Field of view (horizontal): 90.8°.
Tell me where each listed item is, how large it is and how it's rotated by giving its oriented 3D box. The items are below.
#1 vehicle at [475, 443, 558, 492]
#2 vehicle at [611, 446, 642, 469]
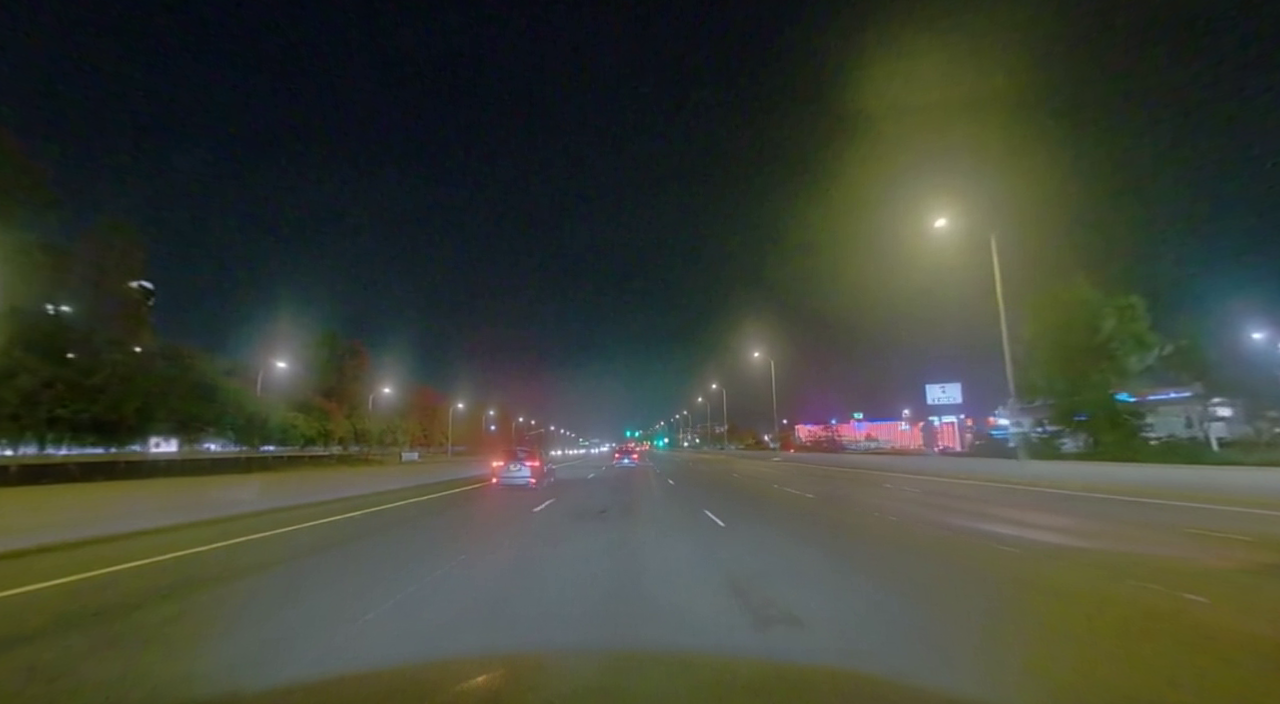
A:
[{"bbox_3d":[-4.030,3.839,21.438,1.886,1.465,4.625,0,-9,0],"label":"vehicle"},{"bbox_3d":[-0.881,7.145,42.941,1.997,1.485,4.094,0,-9,-1],"label":"vehicle"}]
